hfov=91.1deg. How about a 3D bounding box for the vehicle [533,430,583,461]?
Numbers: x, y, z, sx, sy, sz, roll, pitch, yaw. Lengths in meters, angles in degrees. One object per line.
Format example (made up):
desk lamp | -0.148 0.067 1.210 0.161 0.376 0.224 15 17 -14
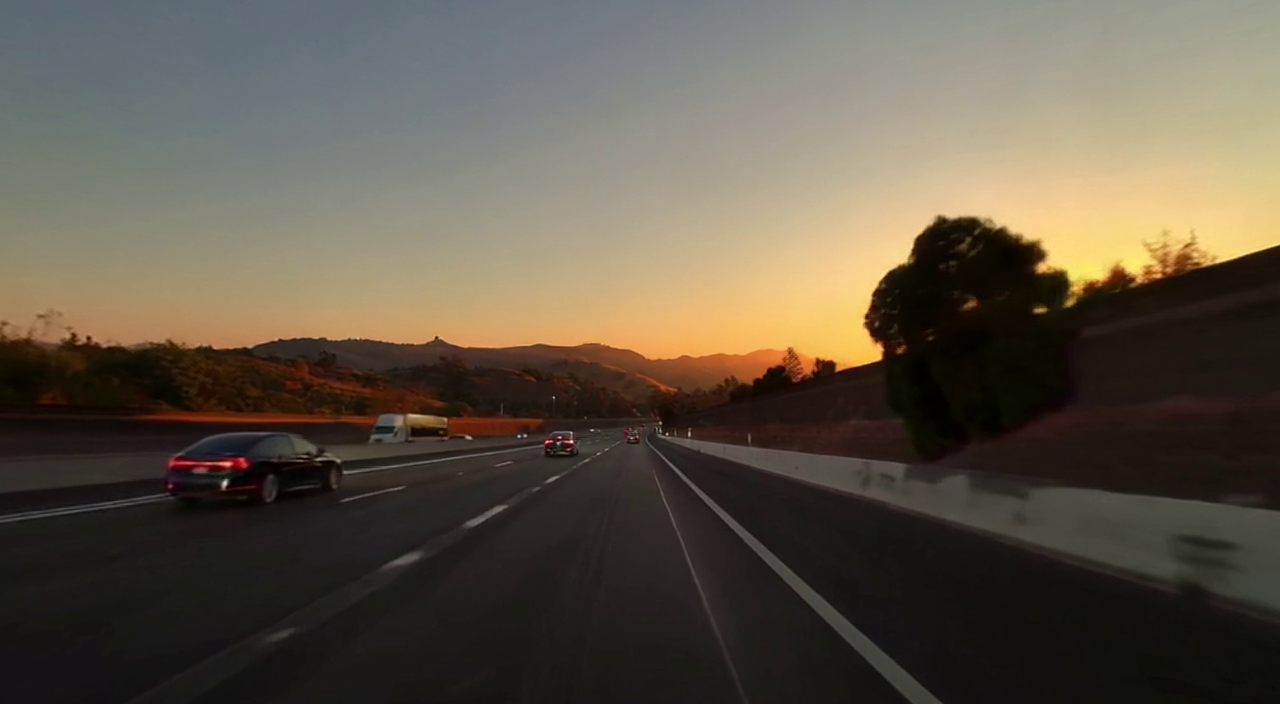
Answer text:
vehicle | -4.329 5.007 33.804 2.064 1.571 4.225 0 -8 0

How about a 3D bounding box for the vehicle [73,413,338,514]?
vehicle | -8.140 2.115 12.470 2.113 1.632 4.409 0 -8 -1
